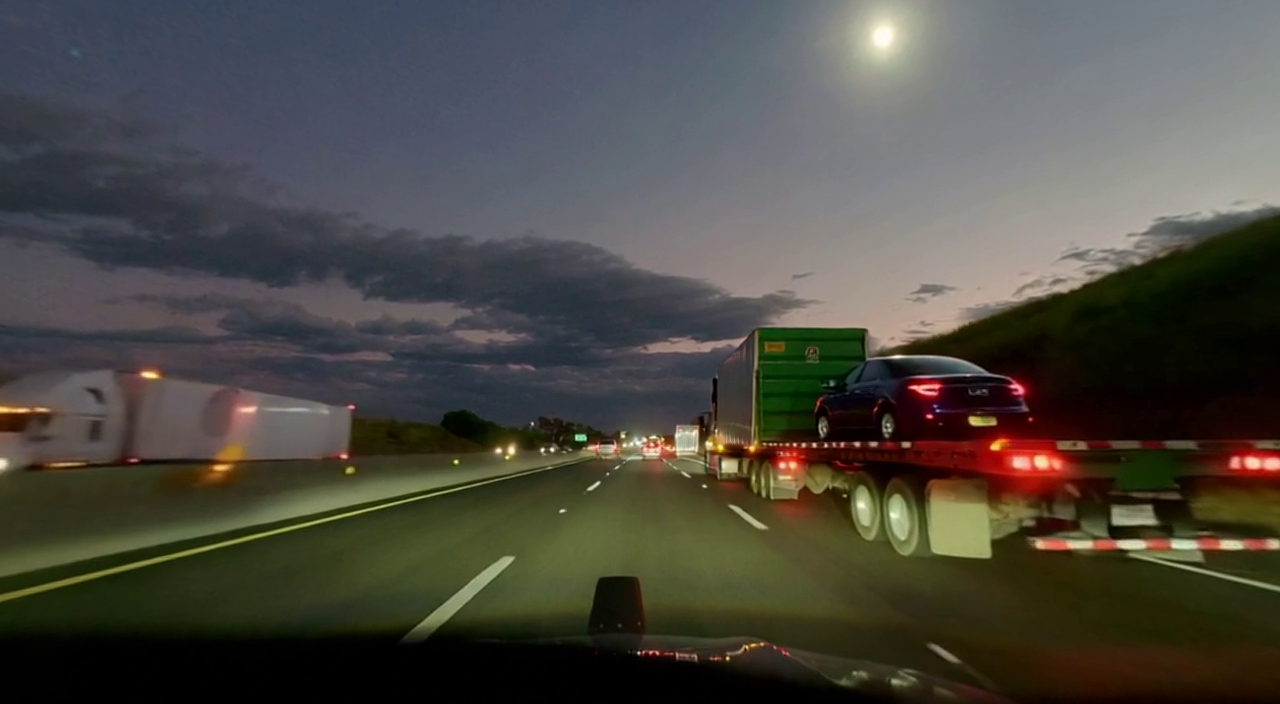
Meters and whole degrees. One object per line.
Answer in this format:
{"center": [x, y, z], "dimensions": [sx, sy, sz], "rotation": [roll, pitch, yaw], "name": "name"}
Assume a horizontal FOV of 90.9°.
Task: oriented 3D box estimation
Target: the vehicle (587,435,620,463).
{"center": [-2.807, 7.630, 49.525], "dimensions": [2.142, 2.044, 4.446], "rotation": [-1, -9, 2], "name": "vehicle"}

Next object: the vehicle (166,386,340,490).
{"center": [-14.127, 3.266, 23.670], "dimensions": [2.638, 3.391, 5.802], "rotation": [0, -9, 1], "name": "vehicle"}

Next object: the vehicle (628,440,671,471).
{"center": [0.459, 5.302, 32.366], "dimensions": [2.086, 1.497, 3.681], "rotation": [0, -9, 0], "name": "vehicle"}

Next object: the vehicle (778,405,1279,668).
{"center": [4.302, 1.853, 8.632], "dimensions": [2.654, 1.574, 9.537], "rotation": [0, -9, 0], "name": "vehicle"}

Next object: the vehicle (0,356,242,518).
{"center": [-14.147, 2.269, 16.477], "dimensions": [2.877, 3.333, 6.800], "rotation": [0, -9, 0], "name": "vehicle"}

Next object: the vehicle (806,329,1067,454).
{"center": [4.217, 0.803, 9.923], "dimensions": [1.968, 1.547, 4.215], "rotation": [0, -9, -1], "name": "vehicle"}
